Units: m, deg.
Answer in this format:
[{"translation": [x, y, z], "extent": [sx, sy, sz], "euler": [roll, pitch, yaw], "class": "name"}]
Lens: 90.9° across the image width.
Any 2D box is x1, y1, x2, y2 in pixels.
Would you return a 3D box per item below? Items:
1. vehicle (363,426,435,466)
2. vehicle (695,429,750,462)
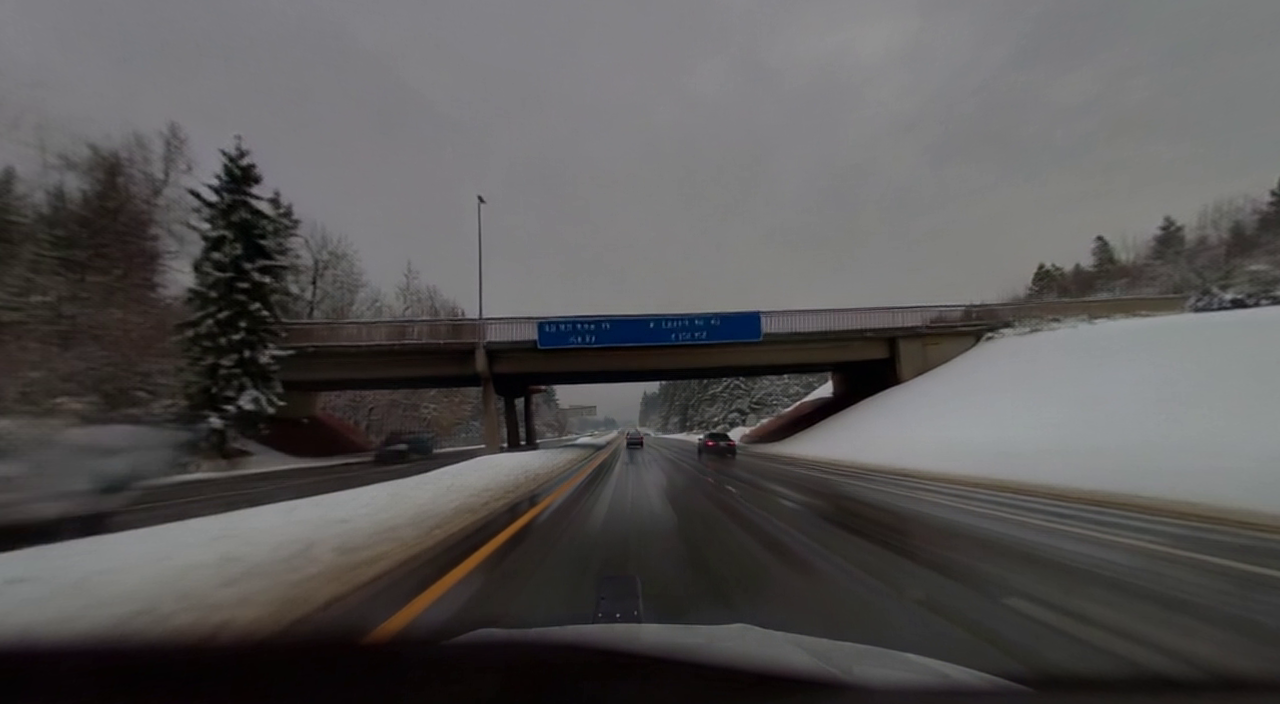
[{"translation": [-13.466, 5.292, 35.577], "extent": [2.209, 2.081, 4.772], "euler": [0, -8, -1], "class": "vehicle"}, {"translation": [4.023, 4.632, 31.436], "extent": [2.010, 1.526, 4.438], "euler": [0, -8, -2], "class": "vehicle"}]
